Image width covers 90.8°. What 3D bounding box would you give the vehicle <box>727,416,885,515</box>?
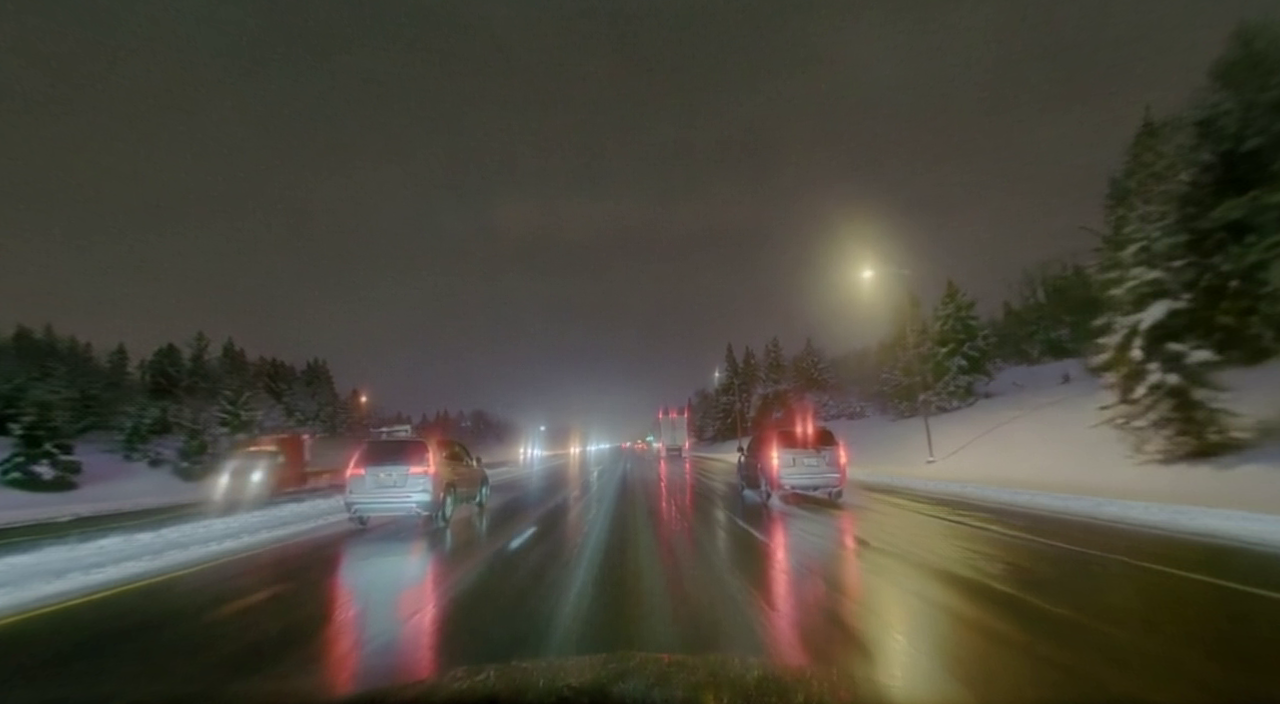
[{"bbox_3d":[3.287,2.365,13.636,2.065,1.760,4.488,0,-8,-2],"label":"vehicle"}]

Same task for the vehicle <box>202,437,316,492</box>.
[{"bbox_3d":[-29.341,8.653,49.349,3.144,3.826,9.102,0,-8,0],"label":"vehicle"}]

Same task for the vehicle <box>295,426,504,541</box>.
[{"bbox_3d":[-3.947,2.223,11.418,1.903,1.607,4.770,0,-8,0],"label":"vehicle"}]
